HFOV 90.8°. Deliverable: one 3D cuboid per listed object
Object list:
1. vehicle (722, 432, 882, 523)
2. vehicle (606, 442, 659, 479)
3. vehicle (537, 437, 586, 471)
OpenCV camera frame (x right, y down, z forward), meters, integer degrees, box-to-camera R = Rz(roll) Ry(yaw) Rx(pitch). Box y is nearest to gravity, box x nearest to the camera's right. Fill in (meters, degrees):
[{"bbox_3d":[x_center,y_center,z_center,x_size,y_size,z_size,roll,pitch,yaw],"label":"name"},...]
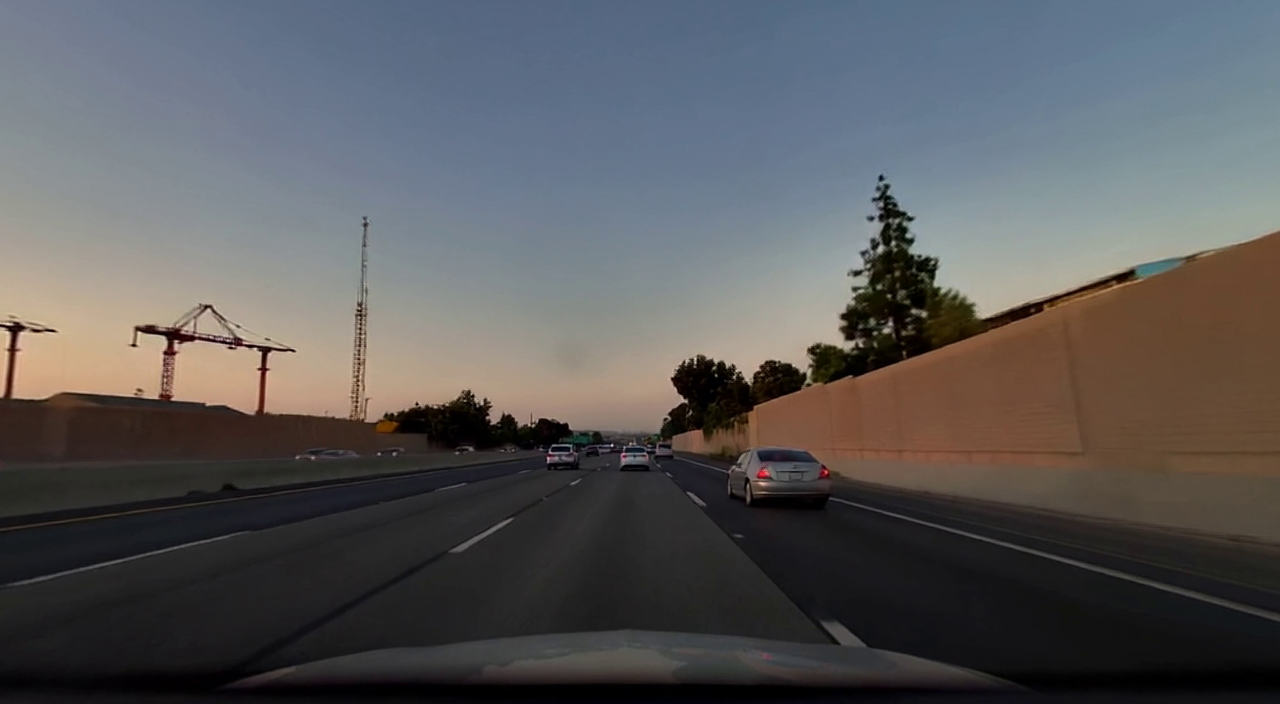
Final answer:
[{"bbox_3d":[3.025,2.446,12.925,1.917,1.507,4.540,0,-8,-2],"label":"vehicle"},{"bbox_3d":[-0.321,4.525,26.639,2.045,1.452,4.040,0,-8,-1],"label":"vehicle"},{"bbox_3d":[-4.317,5.653,35.279,2.121,1.775,4.335,0,-8,1],"label":"vehicle"}]
